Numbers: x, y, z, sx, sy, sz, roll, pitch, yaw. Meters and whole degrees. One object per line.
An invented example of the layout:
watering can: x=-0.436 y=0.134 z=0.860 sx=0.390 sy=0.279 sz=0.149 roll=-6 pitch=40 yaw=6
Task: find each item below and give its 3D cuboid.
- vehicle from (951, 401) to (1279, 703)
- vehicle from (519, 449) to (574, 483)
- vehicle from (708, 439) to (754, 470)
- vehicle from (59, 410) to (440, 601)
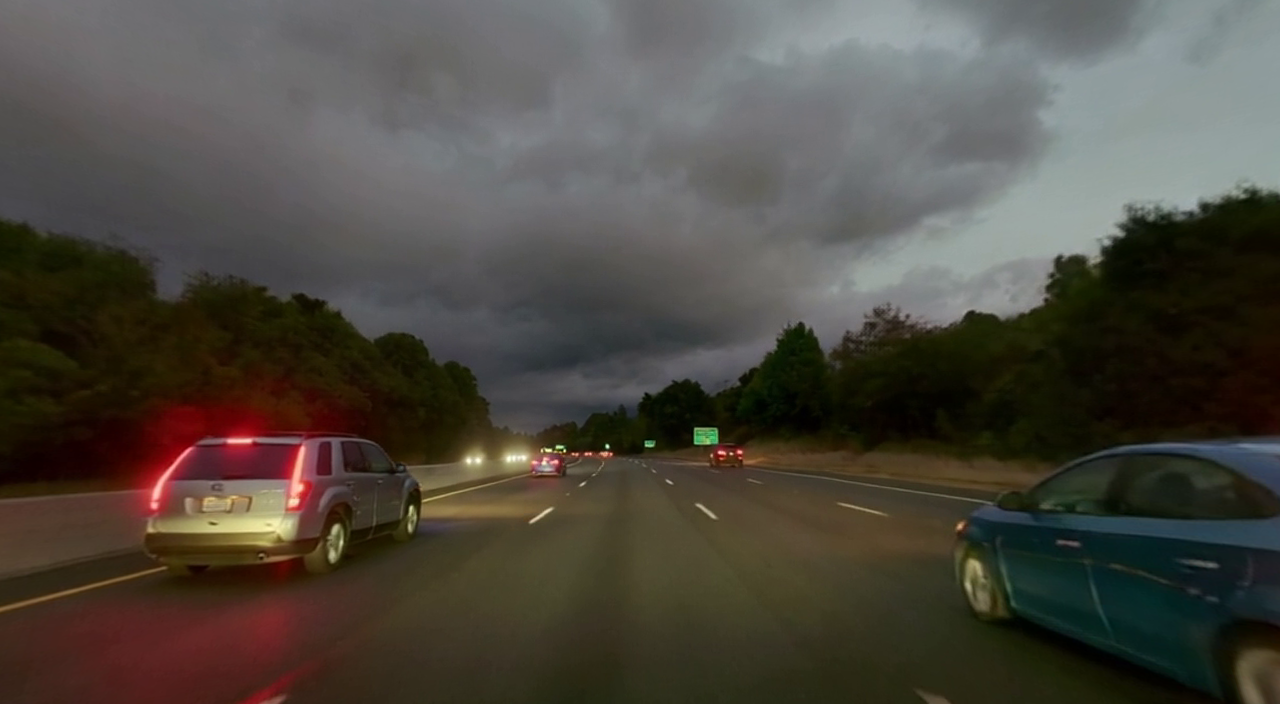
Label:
vehicle: x=3.721 y=1.080 z=3.137 sx=2.120 sy=1.572 sz=4.344 roll=0 pitch=-9 yaw=0
vehicle: x=-4.400 y=5.419 z=30.302 sx=2.009 sy=1.488 sz=4.289 roll=0 pitch=-9 yaw=-1
vehicle: x=6.523 y=7.480 z=45.885 sx=2.378 sy=2.096 sz=5.119 roll=0 pitch=-9 yaw=-2
vehicle: x=-4.288 y=1.748 z=8.015 sx=2.079 sy=1.745 sz=4.281 roll=0 pitch=-9 yaw=0
